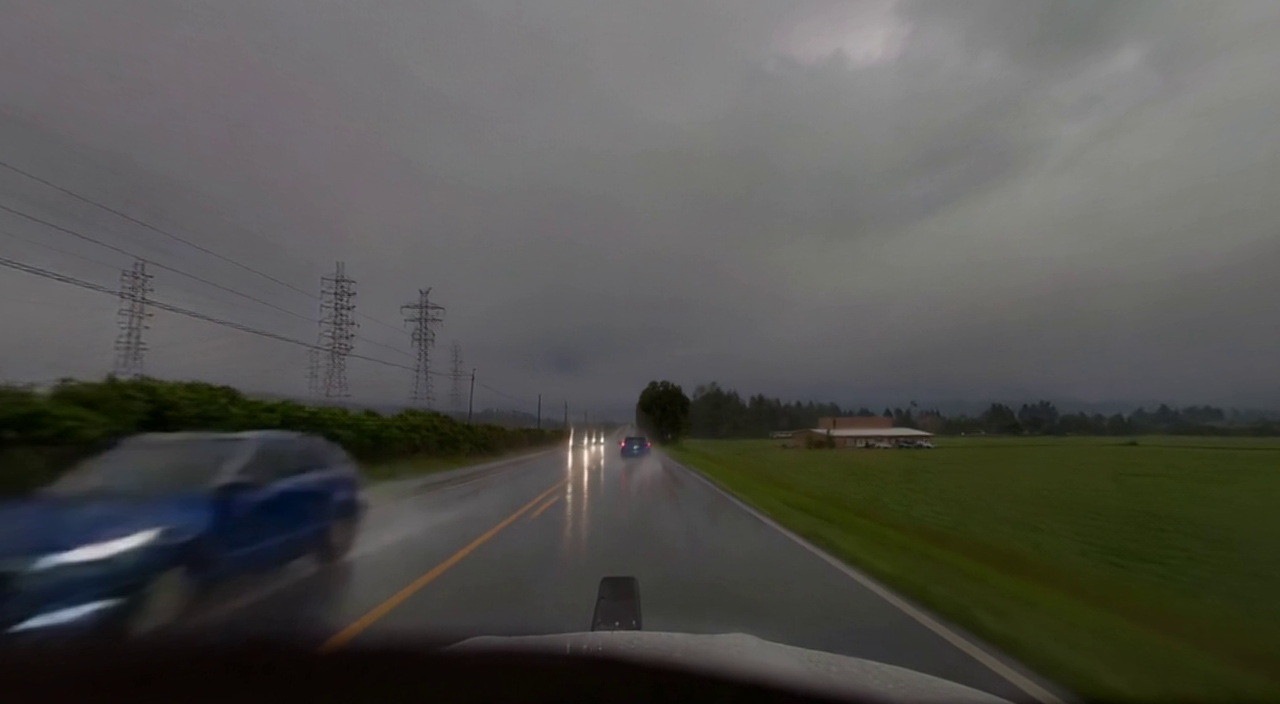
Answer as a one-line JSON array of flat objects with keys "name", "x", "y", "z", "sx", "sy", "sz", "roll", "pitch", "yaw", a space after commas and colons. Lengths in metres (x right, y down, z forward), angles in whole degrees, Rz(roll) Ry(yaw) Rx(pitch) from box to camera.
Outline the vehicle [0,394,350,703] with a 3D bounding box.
[{"name": "vehicle", "x": -4.047, "y": 1.164, "z": 4.464, "sx": 2.019, "sy": 1.511, "sz": 4.290, "roll": 0, "pitch": -8, "yaw": -1}]

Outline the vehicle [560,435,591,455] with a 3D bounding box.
[{"name": "vehicle", "x": -4.909, "y": 7.183, "z": 48.709, "sx": 2.034, "sy": 1.484, "sz": 4.183, "roll": 0, "pitch": -8, "yaw": -1}]

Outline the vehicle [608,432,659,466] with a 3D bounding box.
[{"name": "vehicle", "x": -0.342, "y": 4.524, "z": 29.675, "sx": 2.241, "sy": 1.471, "sz": 3.829, "roll": 0, "pitch": -8, "yaw": -2}]
